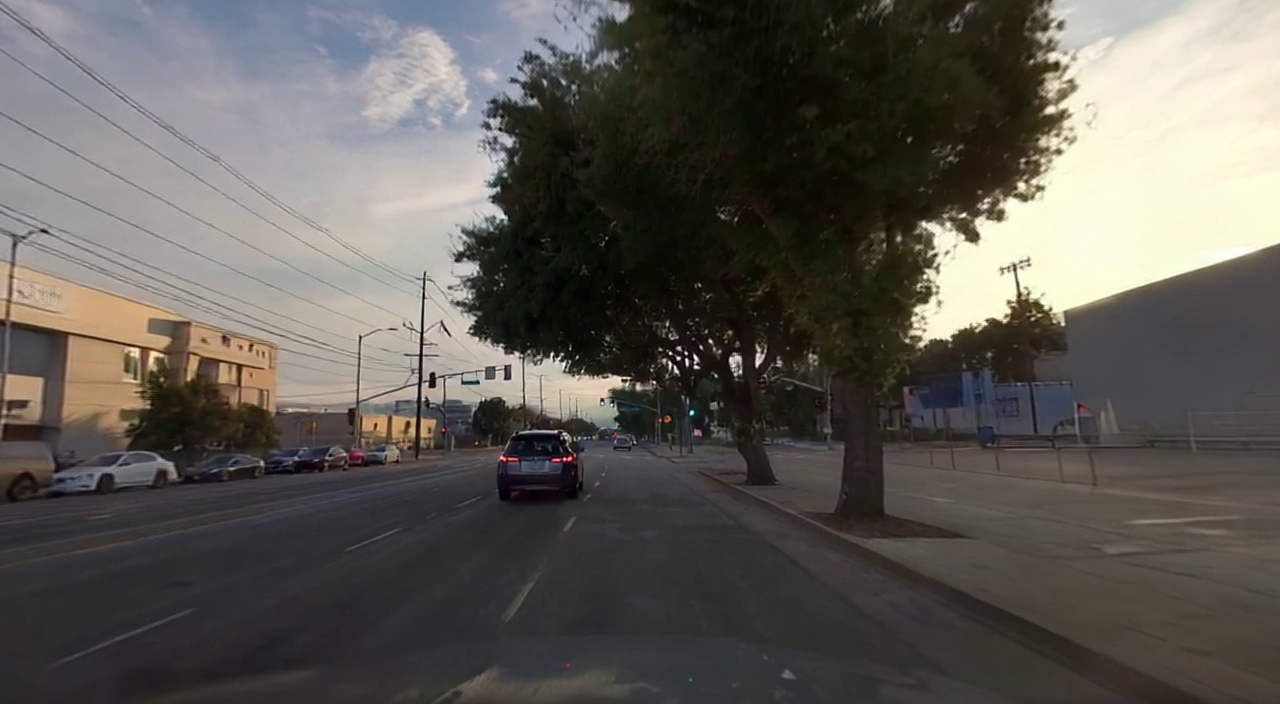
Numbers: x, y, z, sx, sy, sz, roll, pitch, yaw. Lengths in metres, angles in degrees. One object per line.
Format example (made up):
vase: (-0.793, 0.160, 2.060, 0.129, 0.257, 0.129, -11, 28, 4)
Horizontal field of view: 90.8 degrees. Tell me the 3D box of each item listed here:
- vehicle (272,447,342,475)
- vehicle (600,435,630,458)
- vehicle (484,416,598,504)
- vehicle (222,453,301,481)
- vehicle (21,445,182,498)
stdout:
vehicle: (-20.904, 6.832, 39.884, 1.989, 1.689, 4.388, 0, -9, 1)
vehicle: (-1.860, 7.222, 48.141, 2.144, 1.681, 3.855, 0, -9, -1)
vehicle: (-2.126, 2.483, 14.820, 2.022, 1.757, 4.041, 0, -8, 0)
vehicle: (-20.902, 6.336, 35.097, 1.790, 1.415, 4.450, 0, -9, -2)
vehicle: (-20.512, 4.539, 24.445, 2.015, 1.815, 4.856, 0, -9, -2)
